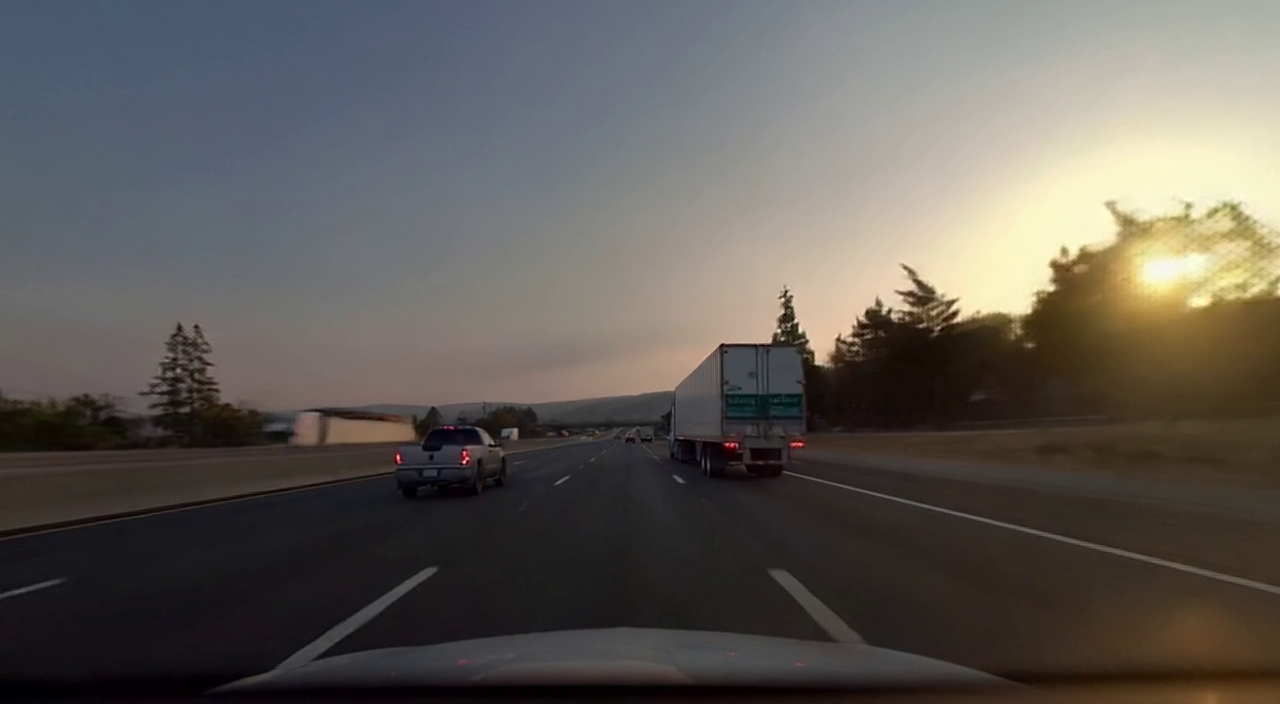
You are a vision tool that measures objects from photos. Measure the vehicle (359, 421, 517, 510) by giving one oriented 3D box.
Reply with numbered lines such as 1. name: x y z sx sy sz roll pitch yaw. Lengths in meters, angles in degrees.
1. vehicle: -4.083 2.344 13.539 2.044 1.604 4.144 0 -8 -1

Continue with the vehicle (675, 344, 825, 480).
1. vehicle: 3.841 3.007 28.054 3.144 4.168 17.594 0 -8 -1
